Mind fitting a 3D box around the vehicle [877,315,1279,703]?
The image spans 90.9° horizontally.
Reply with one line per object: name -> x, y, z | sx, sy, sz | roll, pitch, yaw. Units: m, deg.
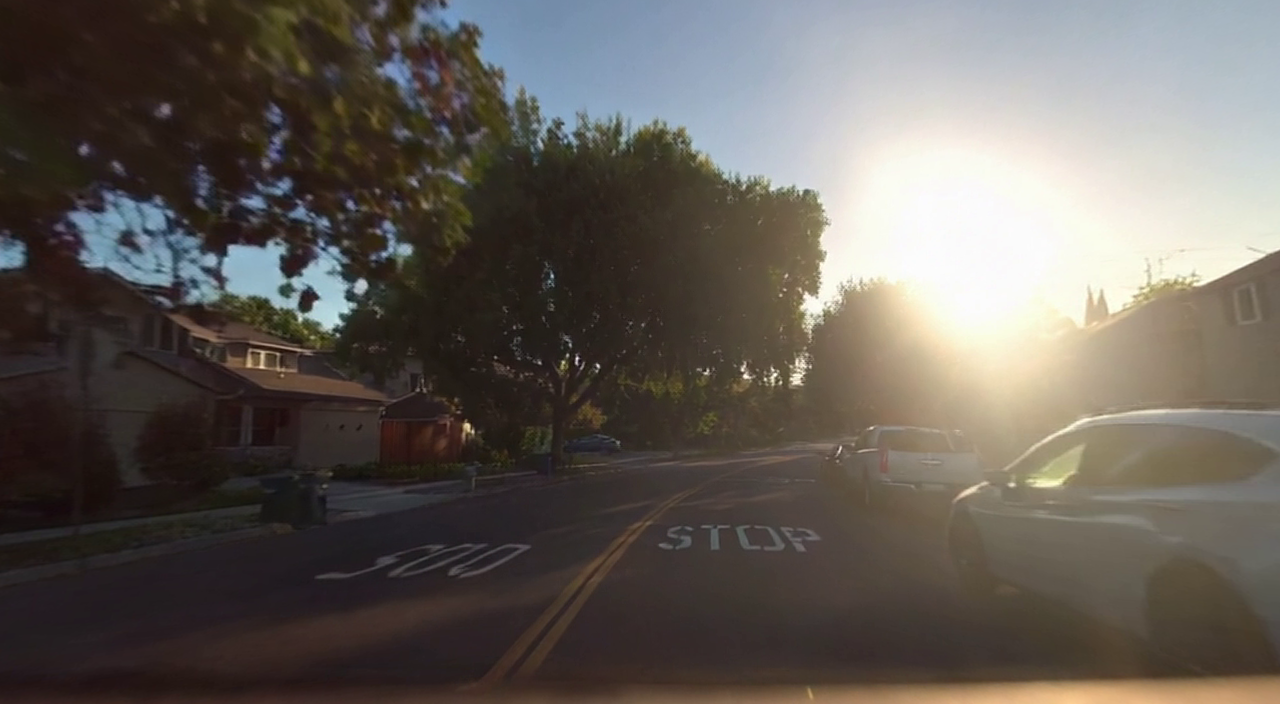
vehicle -> 3.468, 1.008, 3.792 | 2.692, 1.649, 4.689 | -1, -8, 6

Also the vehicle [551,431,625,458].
vehicle -> -3.713, 6.626, 45.027 | 4.870, 1.813, 1.910 | -3, -9, 18
